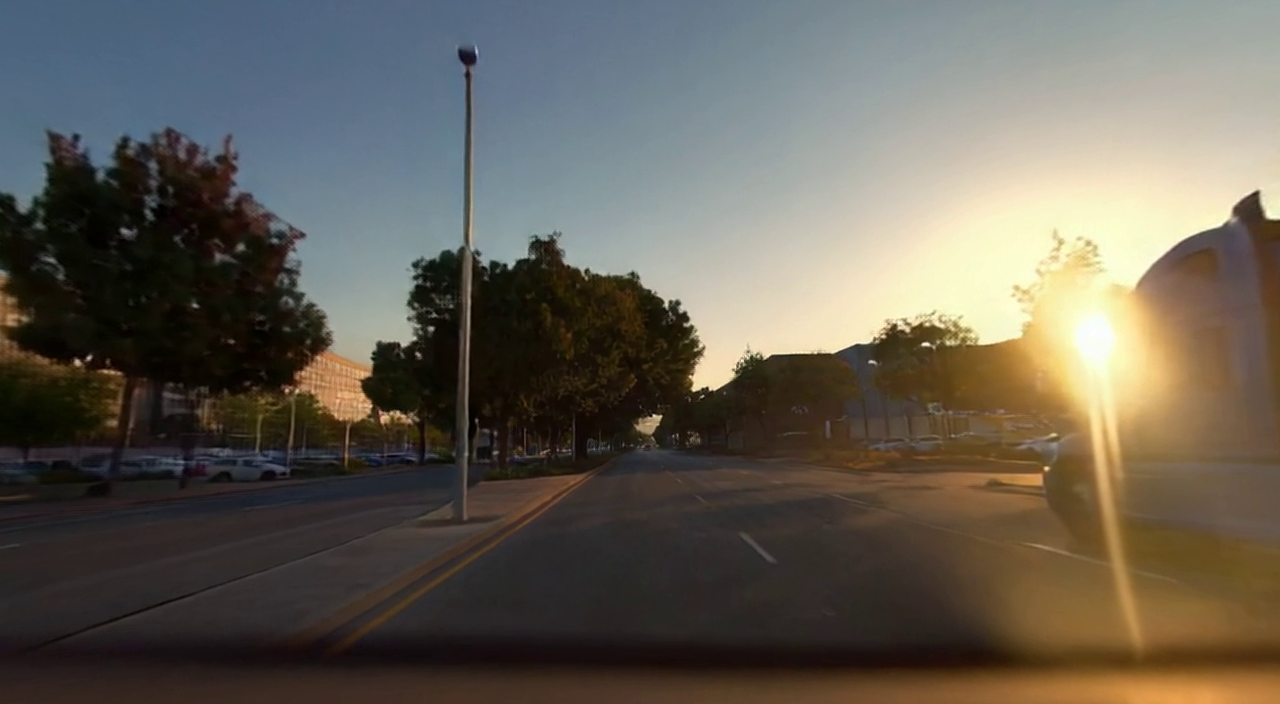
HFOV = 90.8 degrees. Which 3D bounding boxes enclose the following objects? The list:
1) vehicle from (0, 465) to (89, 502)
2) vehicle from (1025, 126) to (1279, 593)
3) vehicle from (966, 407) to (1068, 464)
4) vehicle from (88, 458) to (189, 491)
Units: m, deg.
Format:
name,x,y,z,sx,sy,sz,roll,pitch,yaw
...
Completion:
name,x,y,z,sx,sy,sz,roll,pitch,yaw
vehicle,-27.918,5.915,28.495,4.386,1.473,1.863,8,-11,-42
vehicle,6.841,-0.326,2.605,3.120,3.794,11.510,0,-8,-1
vehicle,25.490,5.781,43.202,2.718,3.538,7.077,-1,-8,3
vehicle,-28.041,6.823,35.478,4.247,1.628,1.933,6,-11,-37
